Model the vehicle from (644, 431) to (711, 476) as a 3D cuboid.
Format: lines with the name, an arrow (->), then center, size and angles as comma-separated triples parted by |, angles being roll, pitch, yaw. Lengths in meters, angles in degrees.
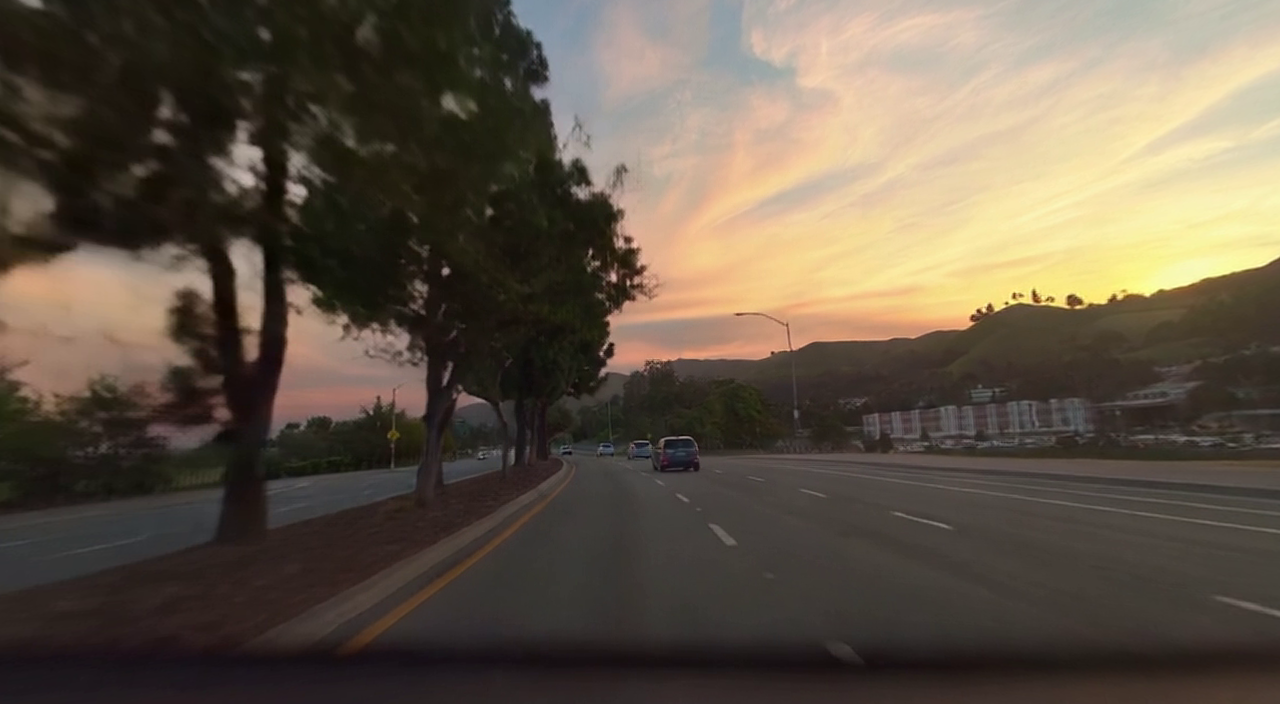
vehicle -> 1.516, 4.400, 27.483 | 2.253, 1.756, 4.313 | 1, -8, -5
